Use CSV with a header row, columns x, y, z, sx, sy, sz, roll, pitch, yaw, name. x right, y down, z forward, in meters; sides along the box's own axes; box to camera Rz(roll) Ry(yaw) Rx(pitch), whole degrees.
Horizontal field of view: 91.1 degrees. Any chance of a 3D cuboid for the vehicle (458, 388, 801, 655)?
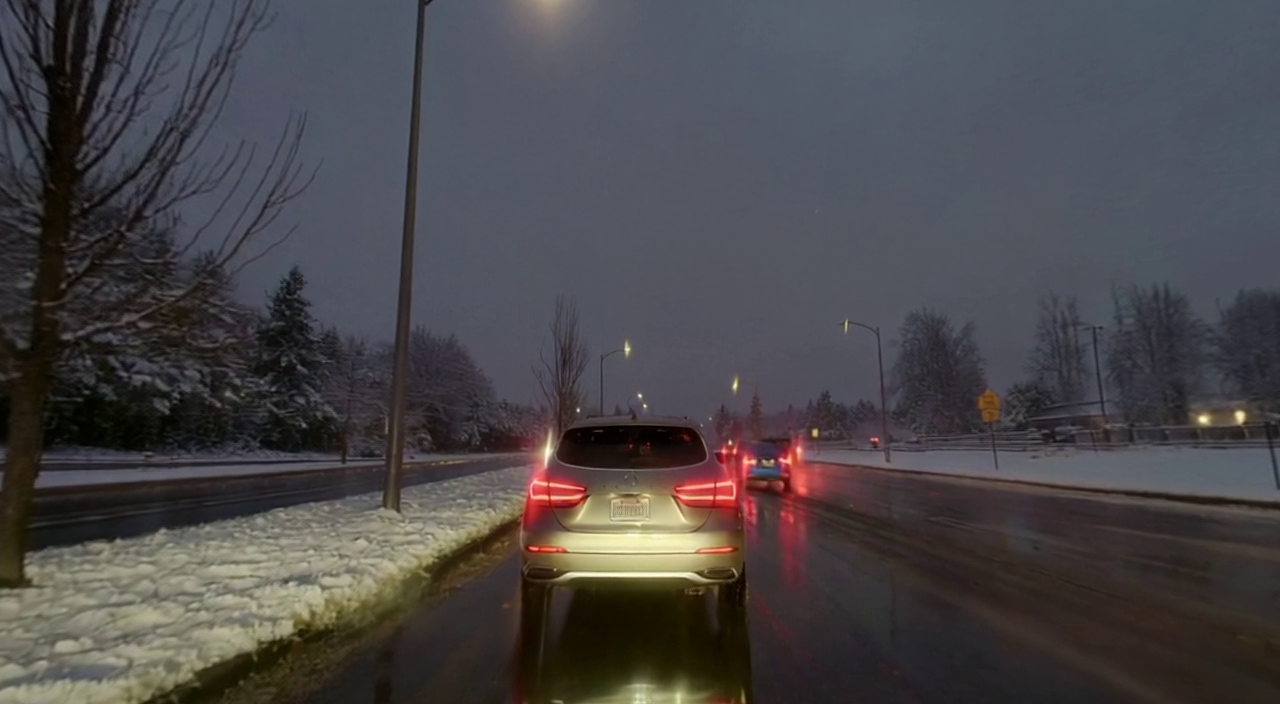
x,y,z,sx,sy,sz,roll,pitch,yaw,name
-0.080,1.383,6.110,2.172,1.694,4.055,0,-9,0,vehicle
